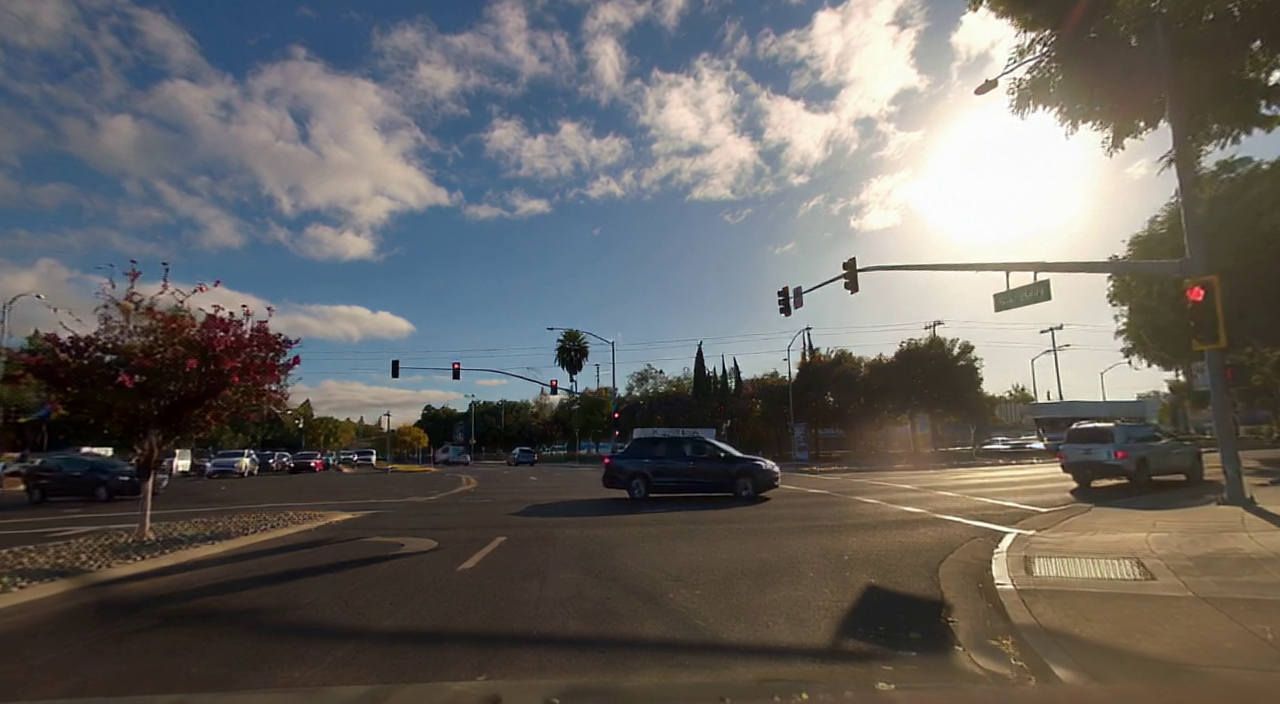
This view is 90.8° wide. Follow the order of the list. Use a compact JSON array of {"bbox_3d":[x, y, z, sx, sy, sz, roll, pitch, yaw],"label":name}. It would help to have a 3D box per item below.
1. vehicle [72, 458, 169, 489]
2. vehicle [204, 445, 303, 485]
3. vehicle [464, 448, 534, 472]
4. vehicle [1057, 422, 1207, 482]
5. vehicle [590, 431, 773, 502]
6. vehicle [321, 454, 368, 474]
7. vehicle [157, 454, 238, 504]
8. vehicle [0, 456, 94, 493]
[{"bbox_3d":[-28.358,6.619,34.701,1.965,1.448,4.553,1,-9,-8],"label":"vehicle"},{"bbox_3d":[-20.897,6.099,34.556,2.358,1.937,5.896,1,-9,-8],"label":"vehicle"},{"bbox_3d":[-9.289,7.115,41.817,1.989,1.496,4.211,-7,-11,37],"label":"vehicle"},{"bbox_3d":[16.358,3.296,20.969,4.619,1.759,2.101,4,-10,-28],"label":"vehicle"},{"bbox_3d":[1.030,2.835,15.808,4.281,1.621,1.903,-1,-9,6],"label":"vehicle"},{"bbox_3d":[-23.036,8.723,49.389,1.999,1.468,4.702,1,-9,-8],"label":"vehicle"},{"bbox_3d":[-15.224,4.260,21.713,1.957,1.471,4.728,6,-11,-35],"label":"vehicle"},{"bbox_3d":[-31.172,6.265,32.647,2.142,1.723,4.692,1,-9,-9],"label":"vehicle"}]
